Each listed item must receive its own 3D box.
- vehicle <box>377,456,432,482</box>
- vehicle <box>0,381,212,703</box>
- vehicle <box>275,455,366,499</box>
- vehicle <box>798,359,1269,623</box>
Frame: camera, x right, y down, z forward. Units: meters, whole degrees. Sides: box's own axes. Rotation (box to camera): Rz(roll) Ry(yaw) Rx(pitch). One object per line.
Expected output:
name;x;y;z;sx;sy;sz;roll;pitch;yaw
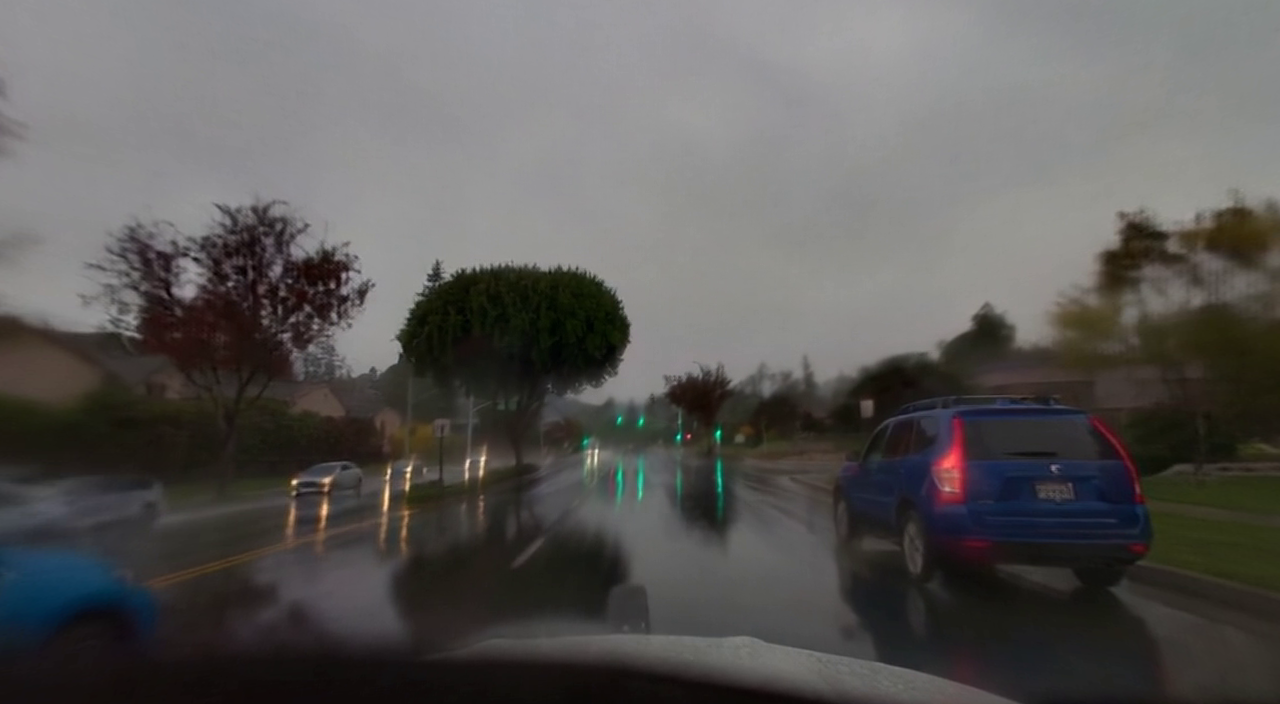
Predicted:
vehicle;-15.083;7.490;40.657;1.967;1.512;4.901;0;-9;-4
vehicle;-3.574;0.792;1.375;2.058;1.659;4.514;0;-9;0
vehicle;-14.042;5.460;27.990;1.954;1.707;4.410;0;-9;-4
vehicle;3.789;1.506;7.830;2.338;2.063;5.592;-1;-9;2
